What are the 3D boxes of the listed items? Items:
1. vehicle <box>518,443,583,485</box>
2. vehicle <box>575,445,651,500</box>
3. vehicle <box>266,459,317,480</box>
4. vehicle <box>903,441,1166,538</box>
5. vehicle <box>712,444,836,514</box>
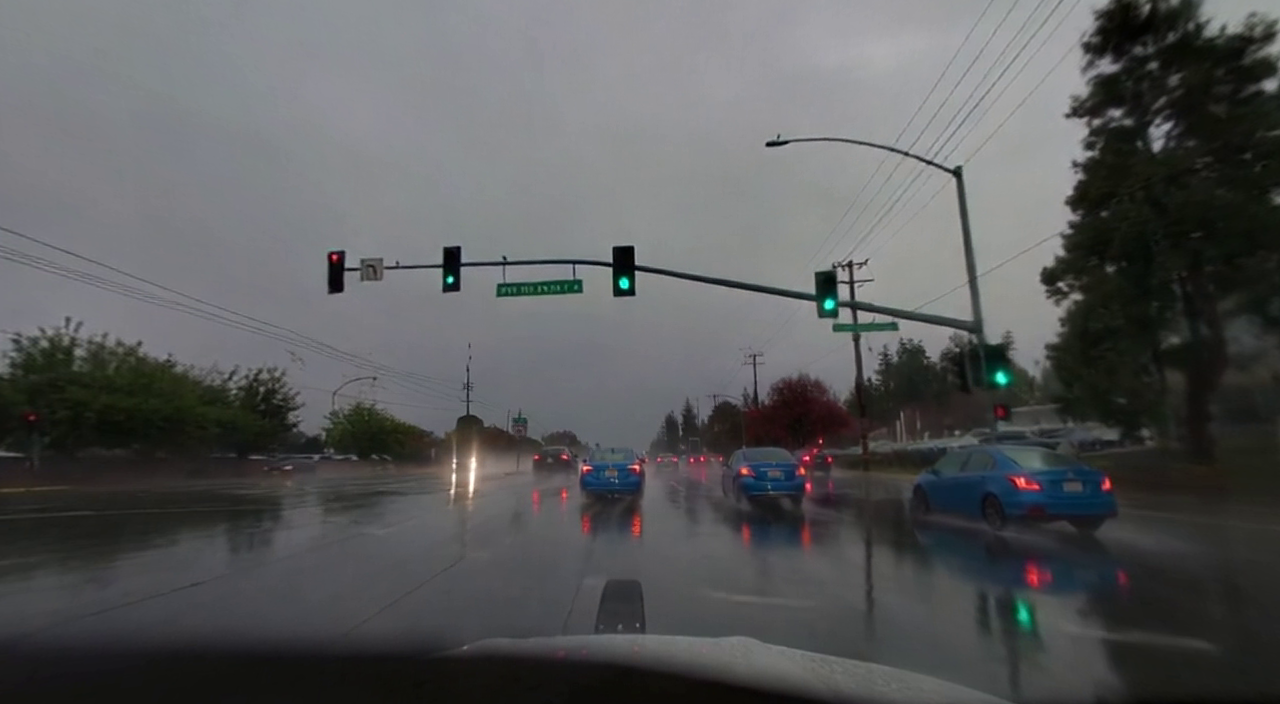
[{"bbox_3d":[-3.683,4.707,26.808,2.073,1.606,4.364,0,-9,0],"label":"vehicle"},{"bbox_3d":[-0.754,3.584,19.267,2.065,1.464,4.216,0,-9,-1],"label":"vehicle"},{"bbox_3d":[-27.303,9.210,49.620,1.859,1.482,3.717,0,-9,1],"label":"vehicle"},{"bbox_3d":[6.921,2.424,11.848,2.004,1.455,4.417,0,-9,-1],"label":"vehicle"},{"bbox_3d":[3.164,3.080,15.940,2.053,1.490,4.464,0,-9,-1],"label":"vehicle"}]
